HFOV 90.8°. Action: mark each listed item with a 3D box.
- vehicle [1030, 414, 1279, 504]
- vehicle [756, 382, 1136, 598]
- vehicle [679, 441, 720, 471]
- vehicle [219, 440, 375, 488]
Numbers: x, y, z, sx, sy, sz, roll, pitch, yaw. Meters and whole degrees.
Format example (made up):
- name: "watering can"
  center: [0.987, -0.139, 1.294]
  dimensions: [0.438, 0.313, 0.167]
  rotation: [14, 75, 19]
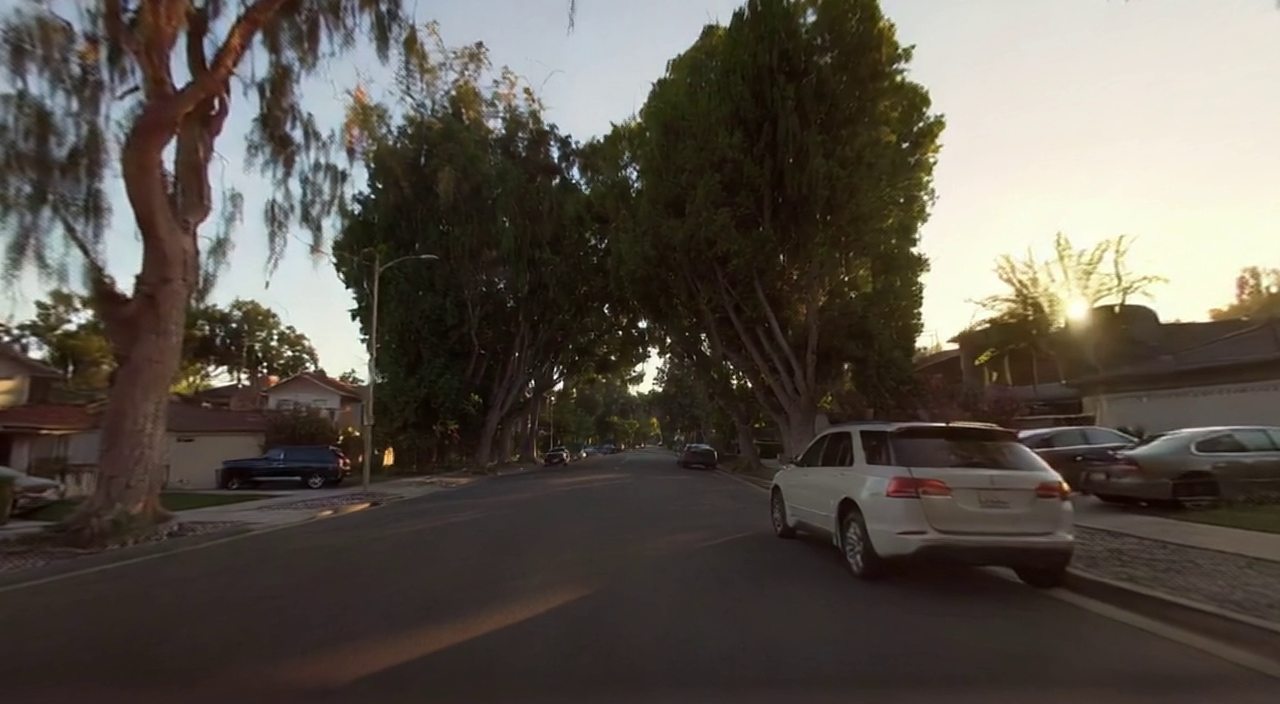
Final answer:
- name: "vehicle"
  center: [10.448, 1.955, 11.688]
  dimensions: [5.041, 1.486, 1.969]
  rotation: [-2, -9, 14]
- name: "vehicle"
  center: [3.160, 1.572, 8.139]
  dimensions: [2.241, 1.875, 5.059]
  rotation: [0, -8, -1]
- name: "vehicle"
  center: [3.282, 5.811, 35.610]
  dimensions: [2.016, 1.567, 4.228]
  rotation: [0, -8, 1]
- name: "vehicle"
  center: [-13.298, 4.355, 24.749]
  dimensions: [4.928, 1.797, 1.981]
  rotation: [0, -8, 2]
